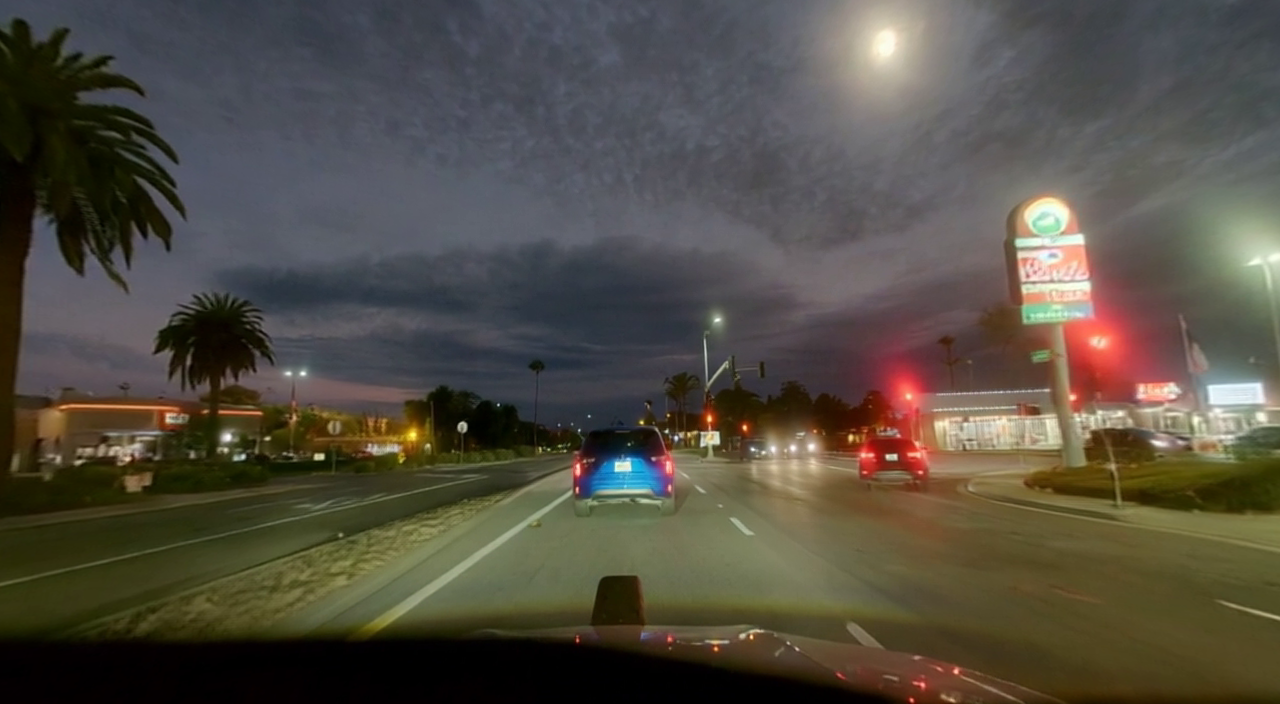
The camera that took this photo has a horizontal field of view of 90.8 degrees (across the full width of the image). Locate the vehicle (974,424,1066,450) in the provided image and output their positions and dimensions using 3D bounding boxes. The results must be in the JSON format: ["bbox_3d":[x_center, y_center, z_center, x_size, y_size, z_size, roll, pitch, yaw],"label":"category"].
[{"bbox_3d":[28.908,6.519,48.113,5.809,1.839,1.957,-5,-10,33],"label":"vehicle"}]

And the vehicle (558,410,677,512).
[{"bbox_3d":[-0.391,2.416,14.459,2.263,1.932,4.709,0,-8,1],"label":"vehicle"}]

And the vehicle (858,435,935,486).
[{"bbox_3d":[9.054,3.713,22.101,2.086,1.560,4.542,-4,-9,26],"label":"vehicle"}]

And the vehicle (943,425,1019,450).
[{"bbox_3d":[25.151,6.315,46.592,4.641,1.778,1.958,-5,-10,33],"label":"vehicle"}]

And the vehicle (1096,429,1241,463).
[{"bbox_3d":[24.226,4.316,29.135,4.745,1.474,1.923,-1,-8,7],"label":"vehicle"}]
